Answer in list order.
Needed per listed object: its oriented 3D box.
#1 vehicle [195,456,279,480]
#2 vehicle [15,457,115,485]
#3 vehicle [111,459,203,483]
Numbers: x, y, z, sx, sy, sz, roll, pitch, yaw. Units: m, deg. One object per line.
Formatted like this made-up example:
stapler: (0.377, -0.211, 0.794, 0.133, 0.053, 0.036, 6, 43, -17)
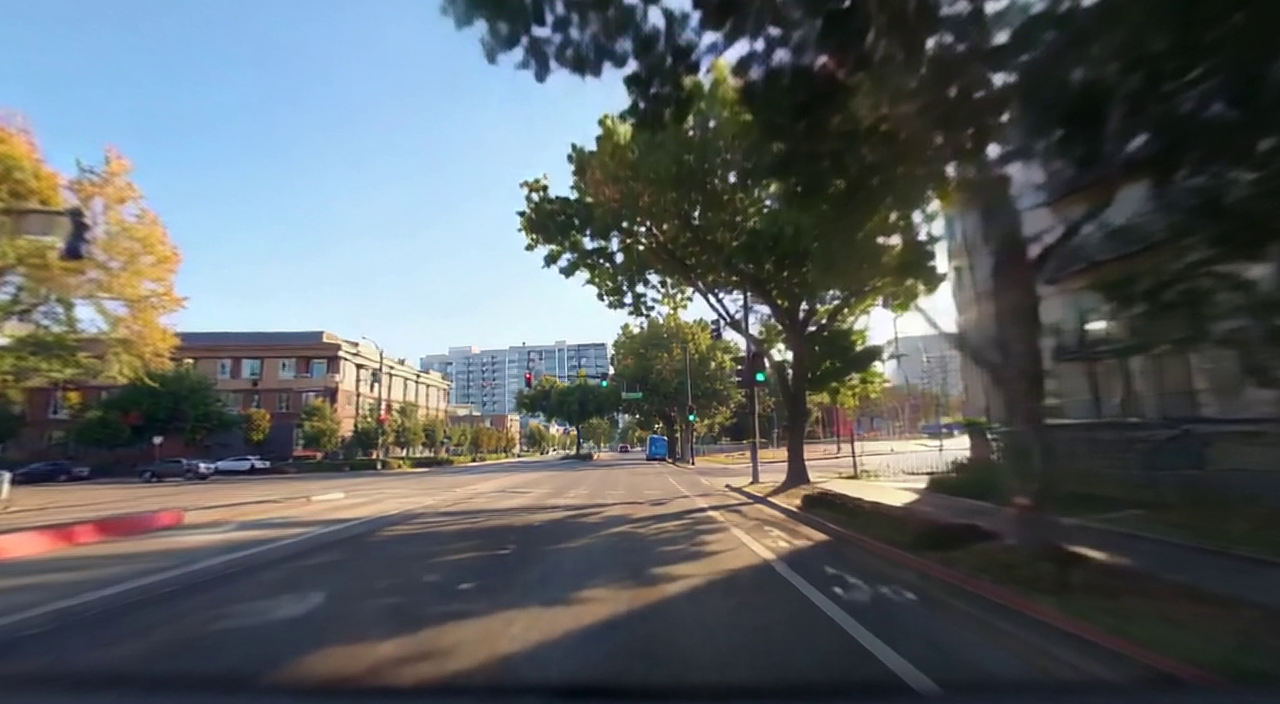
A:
vehicle: (-26.398, 7.625, 41.470, 4.153, 1.493, 1.808, 0, -9, -2)
vehicle: (-37.461, 7.741, 41.212, 4.593, 1.674, 1.893, 0, -9, 0)
vehicle: (-31.508, 7.751, 41.290, 4.453, 1.441, 1.770, 0, -9, -1)
